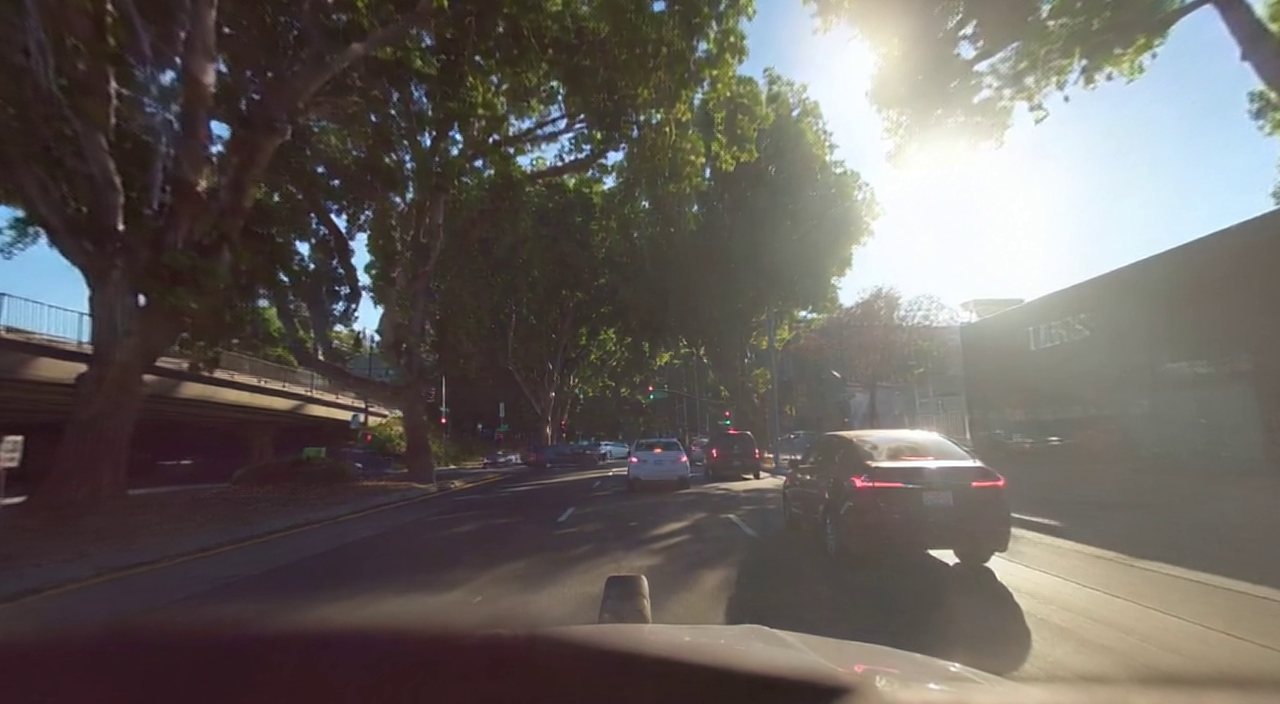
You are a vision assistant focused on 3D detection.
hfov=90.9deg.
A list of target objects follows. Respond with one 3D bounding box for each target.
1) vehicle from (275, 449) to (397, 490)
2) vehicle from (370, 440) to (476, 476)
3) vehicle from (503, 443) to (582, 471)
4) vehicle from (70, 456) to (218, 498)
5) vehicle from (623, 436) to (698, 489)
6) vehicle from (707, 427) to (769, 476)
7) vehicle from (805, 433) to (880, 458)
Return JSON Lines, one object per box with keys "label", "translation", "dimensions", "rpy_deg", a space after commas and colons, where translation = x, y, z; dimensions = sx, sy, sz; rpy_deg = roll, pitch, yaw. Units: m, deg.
{"label": "vehicle", "translation": [-13.484, 5.178, 28.263], "dimensions": [1.832, 1.611, 4.546], "rpy_deg": [-6, -10, 34]}
{"label": "vehicle", "translation": [-12.547, 6.148, 36.931], "dimensions": [2.322, 1.916, 5.640], "rpy_deg": [-5, -10, 31]}
{"label": "vehicle", "translation": [-5.691, 6.140, 37.154], "dimensions": [4.302, 1.543, 1.860], "rpy_deg": [7, -11, -42]}
{"label": "vehicle", "translation": [-20.111, 5.037, 25.769], "dimensions": [1.873, 1.462, 4.283], "rpy_deg": [-5, -10, 31]}
{"label": "vehicle", "translation": [0.580, 3.433, 19.905], "dimensions": [2.101, 1.467, 4.210], "rpy_deg": [0, -8, 0]}
{"label": "vehicle", "translation": [4.296, 4.460, 28.358], "dimensions": [2.080, 1.999, 4.379], "rpy_deg": [0, -8, 1]}
{"label": "vehicle", "translation": [14.526, 6.701, 45.378], "dimensions": [4.698, 1.736, 1.945], "rpy_deg": [1, -8, -7]}
